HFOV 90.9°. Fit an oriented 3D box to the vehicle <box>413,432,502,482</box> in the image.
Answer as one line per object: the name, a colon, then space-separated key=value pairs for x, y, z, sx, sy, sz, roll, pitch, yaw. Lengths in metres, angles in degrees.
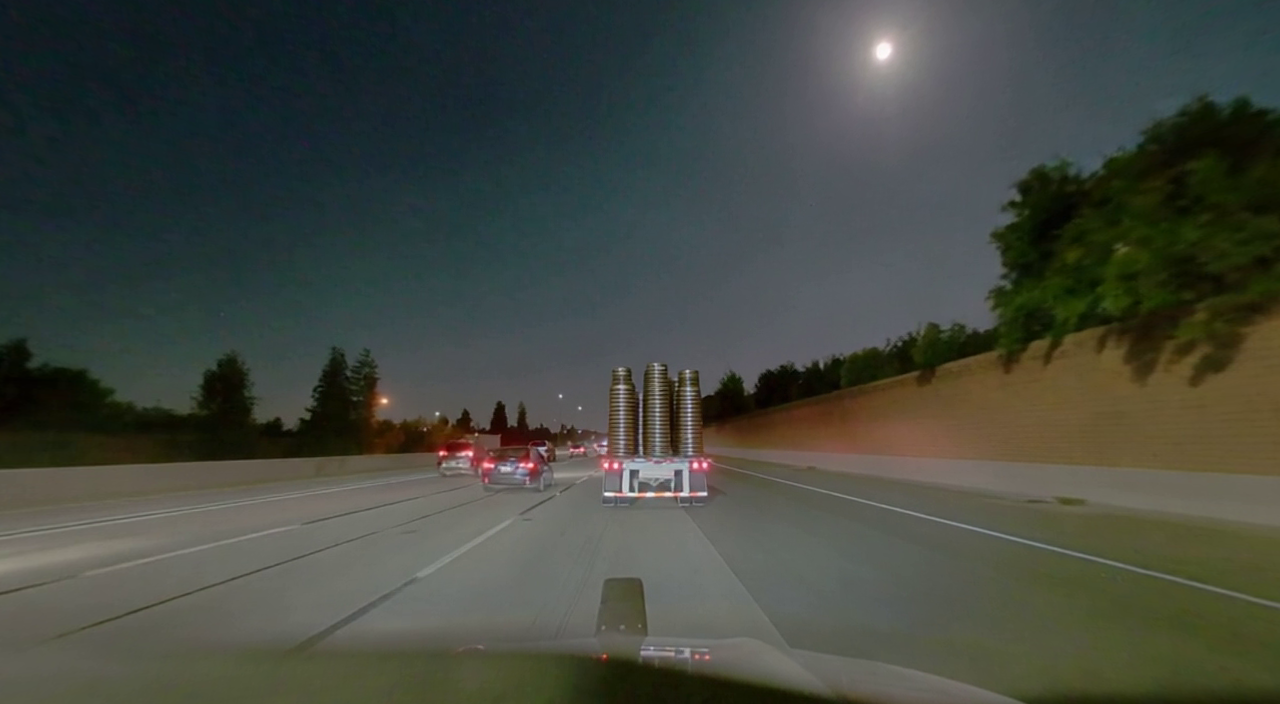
vehicle: x=-7.437 y=4.335 z=26.317 sx=2.164 sy=1.874 sz=5.004 roll=0 pitch=-8 yaw=1

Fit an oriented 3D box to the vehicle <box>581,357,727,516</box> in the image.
vehicle: x=0.308 y=2.241 z=16.483 sx=2.798 sy=3.071 sz=8.412 roll=0 pitch=-8 yaw=1

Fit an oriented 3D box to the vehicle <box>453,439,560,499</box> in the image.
vehicle: x=-3.648 y=3.282 z=18.156 sx=1.974 sy=1.475 sz=4.538 roll=0 pitch=-8 yaw=1
